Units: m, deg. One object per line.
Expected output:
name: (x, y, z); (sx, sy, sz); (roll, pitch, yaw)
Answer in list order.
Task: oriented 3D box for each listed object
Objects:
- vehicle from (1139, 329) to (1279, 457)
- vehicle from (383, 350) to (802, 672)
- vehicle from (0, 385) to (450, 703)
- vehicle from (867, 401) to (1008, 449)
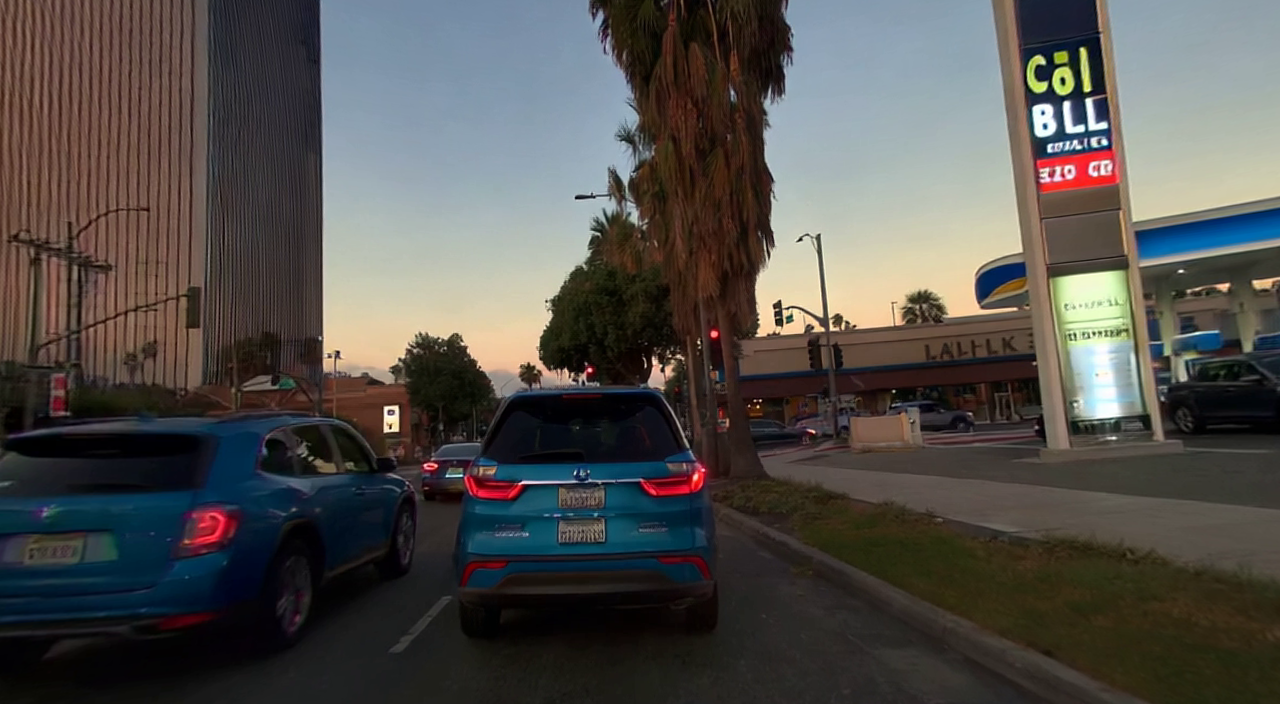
vehicle: (9.980, 0.641, 8.846); (4.374, 1.571, 1.963); (0, -8, -4)
vehicle: (-0.448, 1.296, 6.319); (2.519, 1.913, 4.819); (0, -8, -5)
vehicle: (-3.434, 1.383, 5.783); (2.097, 1.692, 5.030); (0, -8, -4)
vehicle: (12.964, 3.248, 27.772); (5.033, 1.999, 2.259); (0, -8, -4)
